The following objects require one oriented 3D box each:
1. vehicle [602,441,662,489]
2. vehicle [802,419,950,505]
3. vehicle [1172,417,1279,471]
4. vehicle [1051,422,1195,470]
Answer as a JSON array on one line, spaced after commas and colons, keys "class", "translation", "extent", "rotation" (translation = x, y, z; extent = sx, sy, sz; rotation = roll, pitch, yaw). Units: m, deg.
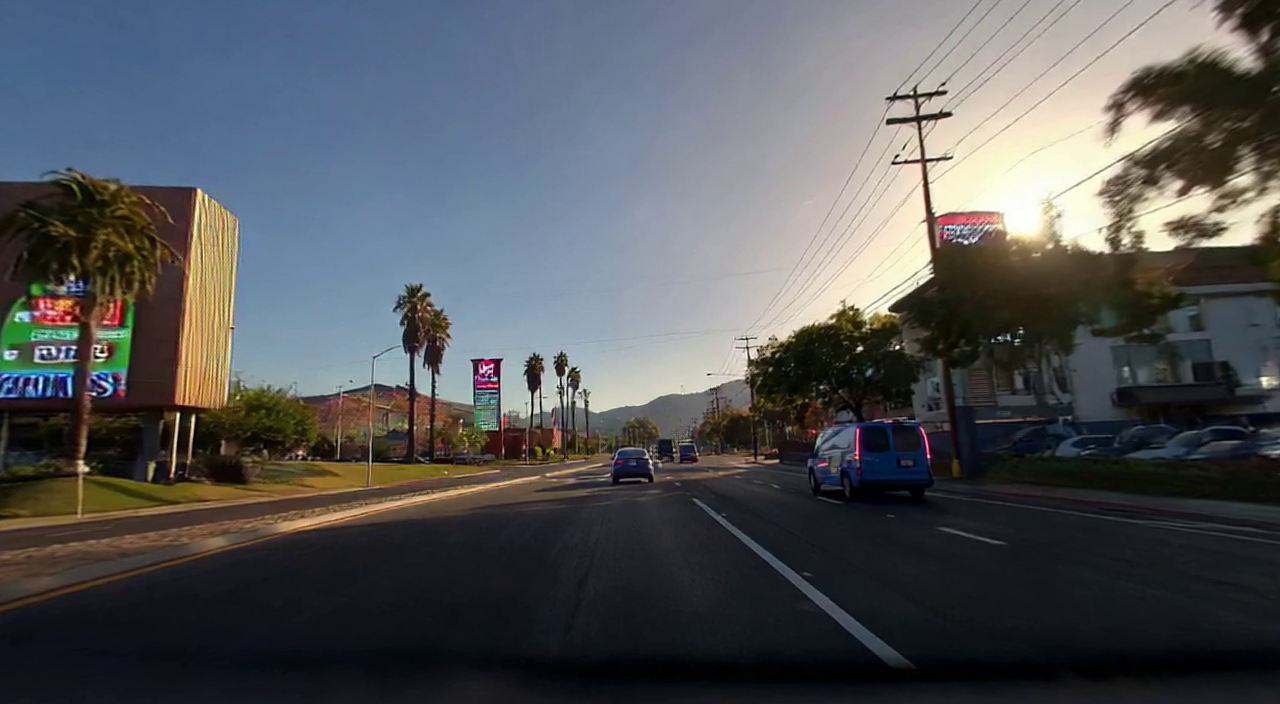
[{"class": "vehicle", "translation": [-0.263, 4.399, 24.789], "extent": [2.138, 1.672, 4.168], "rotation": [0, -9, 0]}, {"class": "vehicle", "translation": [5.926, 2.832, 16.516], "extent": [2.107, 1.928, 4.471], "rotation": [0, -9, 0]}, {"class": "vehicle", "translation": [20.378, 2.989, 20.486], "extent": [4.228, 1.654, 1.996], "rotation": [0, -9, -1]}, {"class": "vehicle", "translation": [19.810, 3.871, 25.999], "extent": [4.084, 1.567, 1.967], "rotation": [-5, -9, 5]}]
